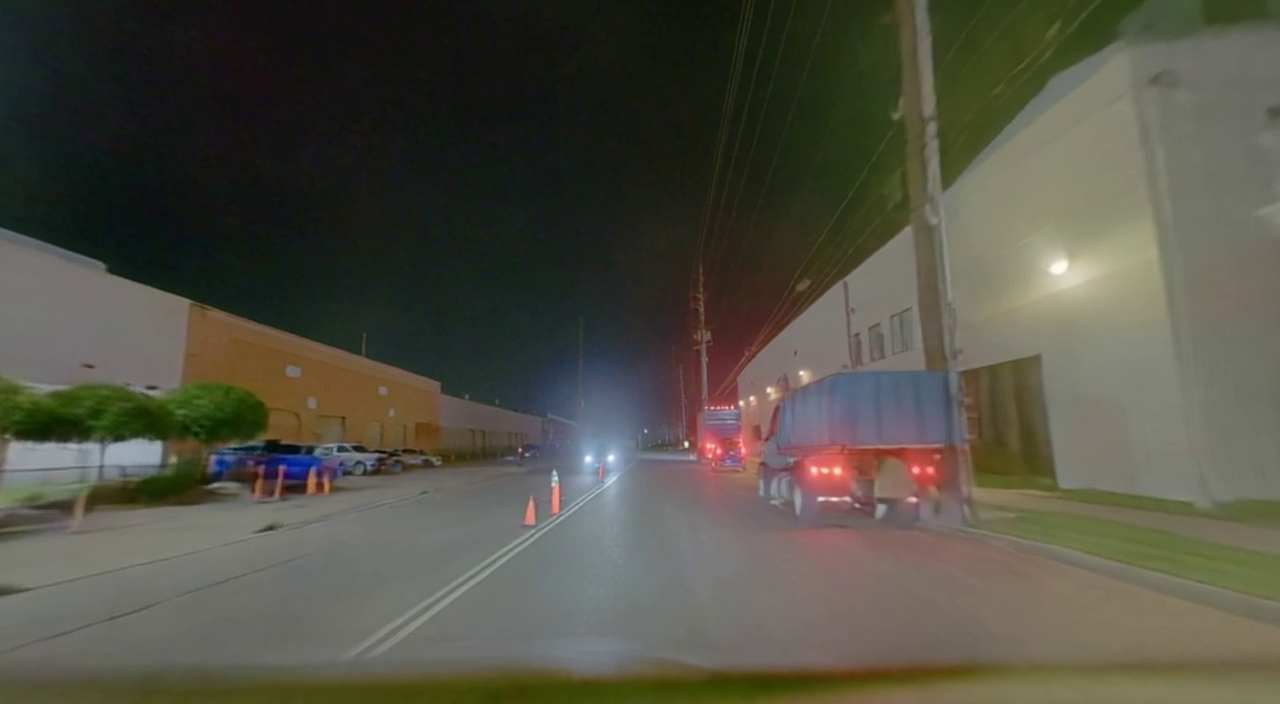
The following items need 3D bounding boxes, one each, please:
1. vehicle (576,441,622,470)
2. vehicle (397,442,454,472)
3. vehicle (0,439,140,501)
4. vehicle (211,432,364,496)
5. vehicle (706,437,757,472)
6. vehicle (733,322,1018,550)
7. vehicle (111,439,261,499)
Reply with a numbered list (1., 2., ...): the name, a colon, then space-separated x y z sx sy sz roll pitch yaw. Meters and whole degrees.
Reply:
1. vehicle: -2.230 5.772 35.468 1.988 1.479 4.485 -1 -8 4
2. vehicle: -13.523 6.609 40.138 2.078 1.674 4.652 -2 -8 -1
3. vehicle: -20.313 4.008 21.967 2.026 1.885 4.932 0 -8 -4
4. vehicle: -12.200 3.889 22.470 2.287 1.975 5.511 0 -8 -1
5. vehicle: 4.693 5.326 32.991 1.892 1.696 4.332 0 -8 -1
6. vehicle: 3.949 1.717 12.940 2.871 3.301 7.433 0 -8 0
7. vehicle: -15.162 3.871 21.476 1.971 1.789 4.360 0 -8 -3
